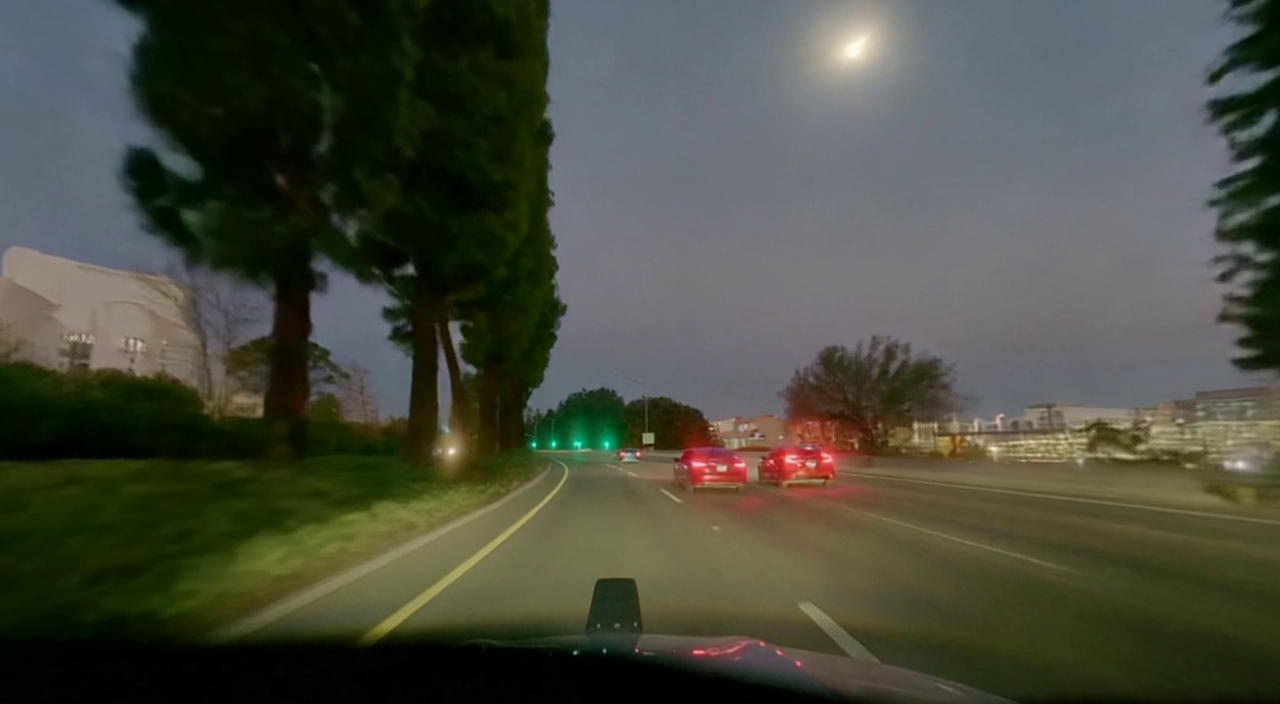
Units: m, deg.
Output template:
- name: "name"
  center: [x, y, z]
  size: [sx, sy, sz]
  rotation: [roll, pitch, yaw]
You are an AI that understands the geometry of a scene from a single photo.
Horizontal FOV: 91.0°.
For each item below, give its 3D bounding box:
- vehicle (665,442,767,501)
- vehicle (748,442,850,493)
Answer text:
- name: "vehicle"
  center: [1.999, 3.327, 17.959]
  size: [2.077, 1.464, 4.134]
  rotation: [1, -8, -5]
- name: "vehicle"
  center: [5.084, 3.735, 20.805]
  size: [1.901, 1.474, 4.363]
  rotation: [1, -9, -5]
